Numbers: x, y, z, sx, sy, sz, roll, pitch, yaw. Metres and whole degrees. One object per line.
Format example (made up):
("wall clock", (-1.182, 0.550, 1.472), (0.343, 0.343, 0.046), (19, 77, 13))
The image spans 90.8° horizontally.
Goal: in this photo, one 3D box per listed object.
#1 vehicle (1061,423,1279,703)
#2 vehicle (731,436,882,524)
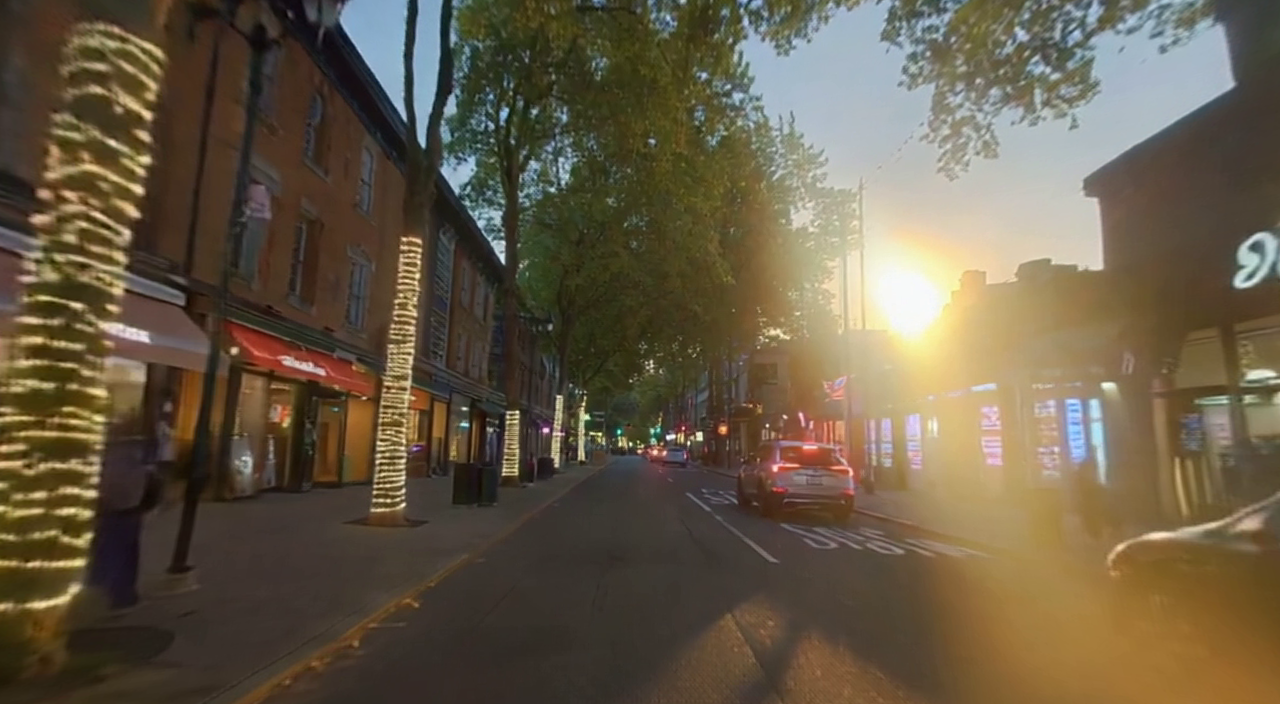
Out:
("vehicle", (3.995, 0.953, 2.154), (1.977, 1.478, 4.458), (0, -9, -1))
("vehicle", (3.313, 2.647, 13.603), (1.971, 1.559, 4.326), (0, -9, -1))
